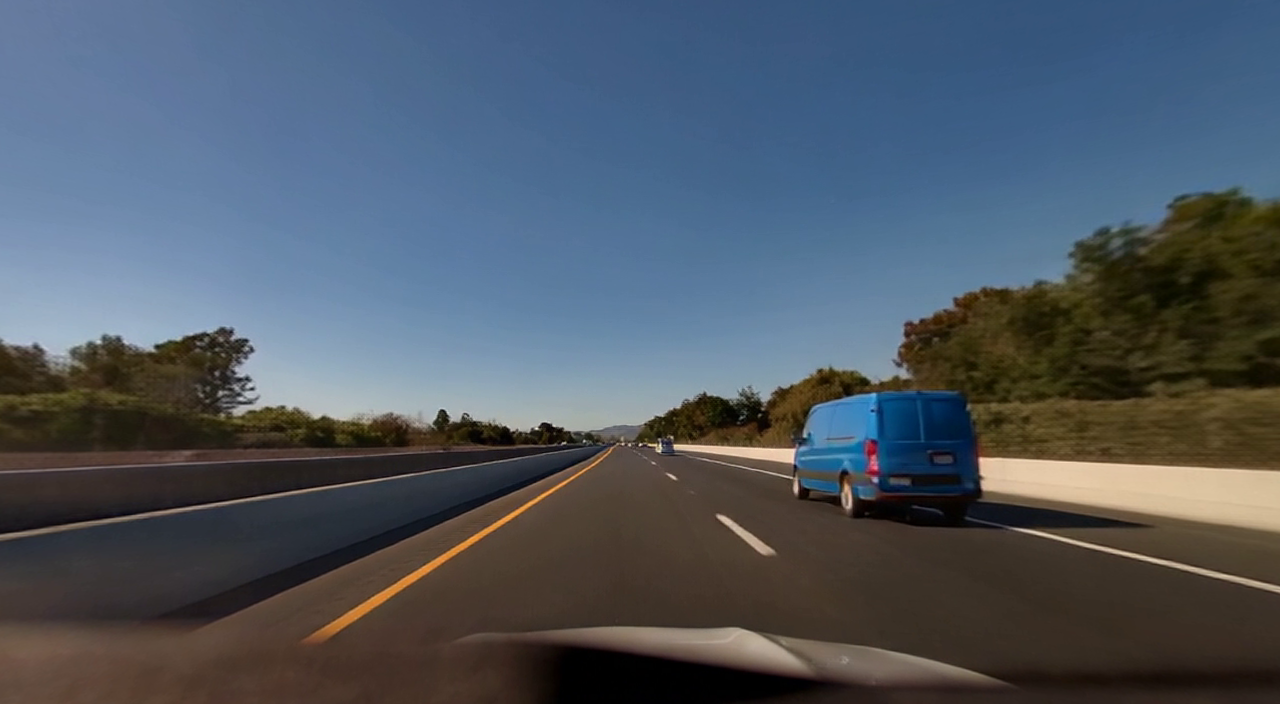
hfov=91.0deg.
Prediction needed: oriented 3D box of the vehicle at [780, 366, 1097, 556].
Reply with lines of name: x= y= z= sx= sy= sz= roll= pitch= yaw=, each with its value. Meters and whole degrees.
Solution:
vehicle: x=3.803 y=1.519 z=9.310 sx=2.269 sy=2.048 sz=4.679 roll=-1 pitch=-8 yaw=-1

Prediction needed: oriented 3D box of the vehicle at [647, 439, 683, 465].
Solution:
vehicle: x=1.505 y=6.128 z=38.801 sx=2.005 sy=1.466 sz=3.739 roll=-1 pitch=-8 yaw=0
